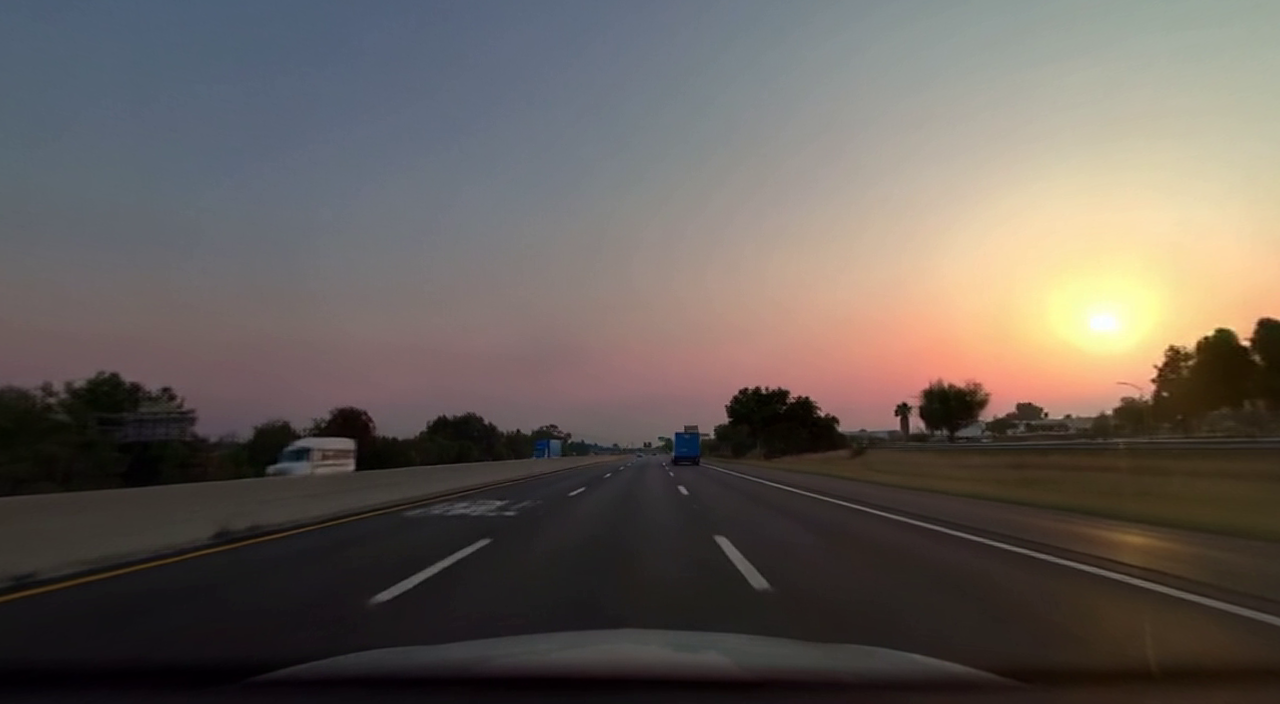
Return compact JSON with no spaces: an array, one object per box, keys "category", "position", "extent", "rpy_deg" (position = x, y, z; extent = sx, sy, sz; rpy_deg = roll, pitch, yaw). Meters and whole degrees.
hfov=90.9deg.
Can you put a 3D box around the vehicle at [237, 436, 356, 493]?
[{"category":"vehicle","position":[-19.721,6.511,36.809],"extent":[2.666,2.954,7.203],"rpy_deg":[-1,-9,1]}]
